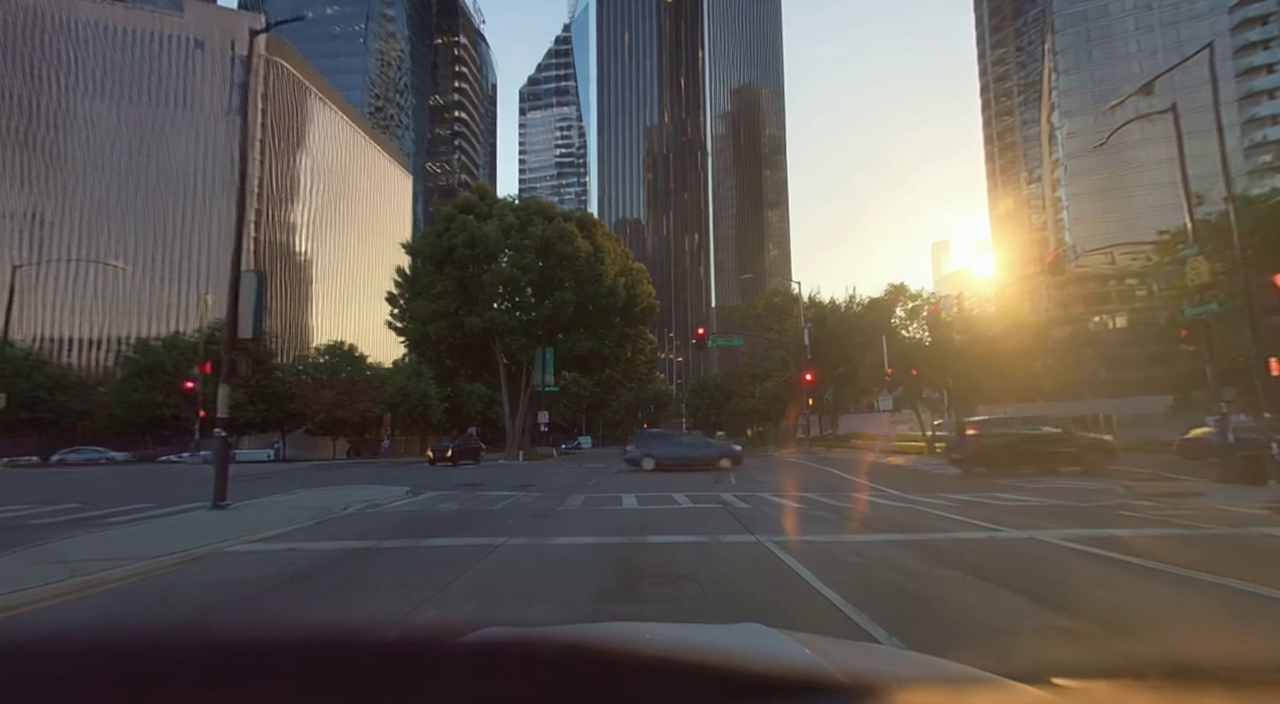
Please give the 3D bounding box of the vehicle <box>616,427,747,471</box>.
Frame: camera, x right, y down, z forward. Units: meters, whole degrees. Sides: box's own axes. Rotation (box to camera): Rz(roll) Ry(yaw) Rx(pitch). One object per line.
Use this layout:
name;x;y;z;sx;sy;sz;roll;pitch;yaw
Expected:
vehicle;1.440;3.496;22.946;4.482;1.492;1.805;0;-9;-6

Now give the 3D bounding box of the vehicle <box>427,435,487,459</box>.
vehicle;-11.863;6.205;41.216;1.964;1.476;4.593;-2;-9;9

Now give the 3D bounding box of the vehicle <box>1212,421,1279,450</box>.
vehicle;32.386;4.317;32.444;4.253;1.429;1.807;0;-8;-3

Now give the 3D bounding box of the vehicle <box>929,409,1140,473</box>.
vehicle;12.936;2.932;20.971;5.659;1.967;2.149;1;-8;-6
